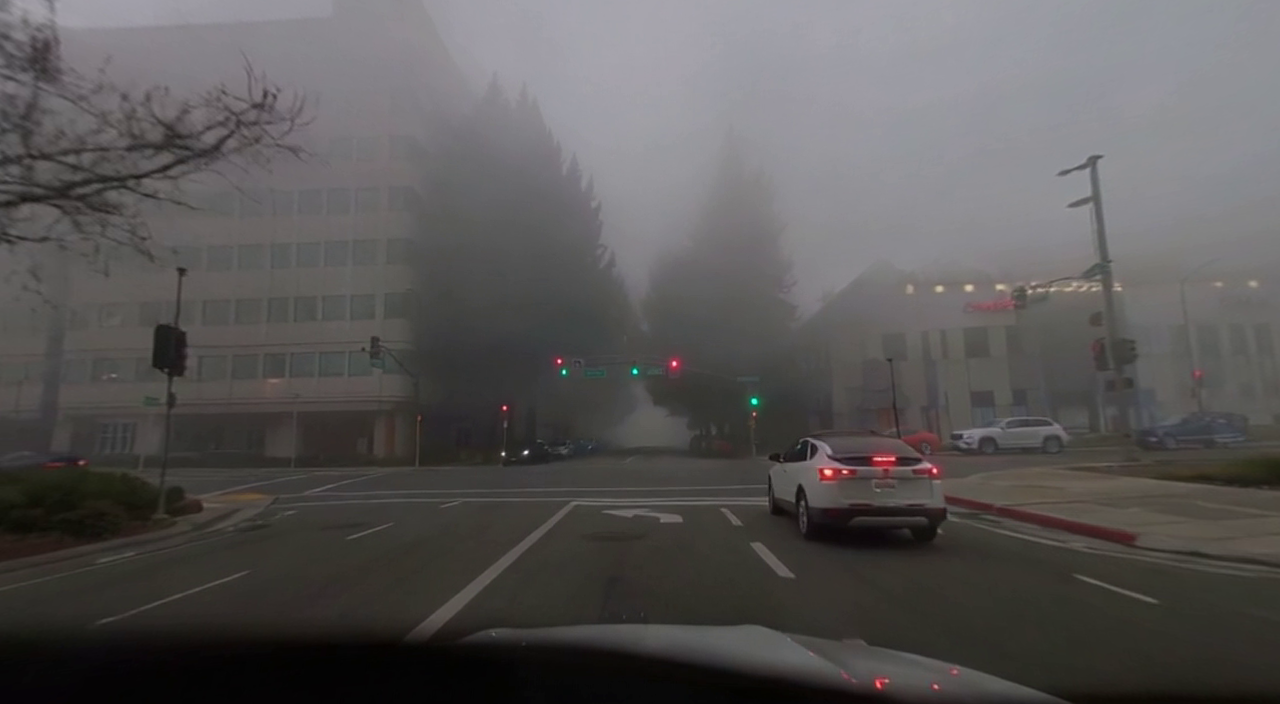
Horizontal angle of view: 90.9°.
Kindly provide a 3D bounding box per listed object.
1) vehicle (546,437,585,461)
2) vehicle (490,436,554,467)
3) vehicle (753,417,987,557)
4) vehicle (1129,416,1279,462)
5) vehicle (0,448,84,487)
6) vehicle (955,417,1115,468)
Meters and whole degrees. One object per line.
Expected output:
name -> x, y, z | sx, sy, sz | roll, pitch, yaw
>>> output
vehicle -> -5.483, 7.249, 47.182 | 2.115, 1.690, 4.322 | -1, -8, 4
vehicle -> -6.881, 5.847, 37.354 | 1.972, 1.693, 4.516 | -2, -9, 15
vehicle -> 2.956, 1.815, 9.133 | 1.947, 1.576, 3.825 | 0, -8, 0
vehicle -> 21.456, 3.311, 23.975 | 4.095, 1.640, 1.848 | 0, -8, -1
vehicle -> -26.691, 4.895, 26.904 | 4.037, 1.562, 2.099 | -1, -8, 4
vehicle -> 14.619, 3.387, 23.549 | 4.611, 1.778, 1.939 | 0, -8, 0
